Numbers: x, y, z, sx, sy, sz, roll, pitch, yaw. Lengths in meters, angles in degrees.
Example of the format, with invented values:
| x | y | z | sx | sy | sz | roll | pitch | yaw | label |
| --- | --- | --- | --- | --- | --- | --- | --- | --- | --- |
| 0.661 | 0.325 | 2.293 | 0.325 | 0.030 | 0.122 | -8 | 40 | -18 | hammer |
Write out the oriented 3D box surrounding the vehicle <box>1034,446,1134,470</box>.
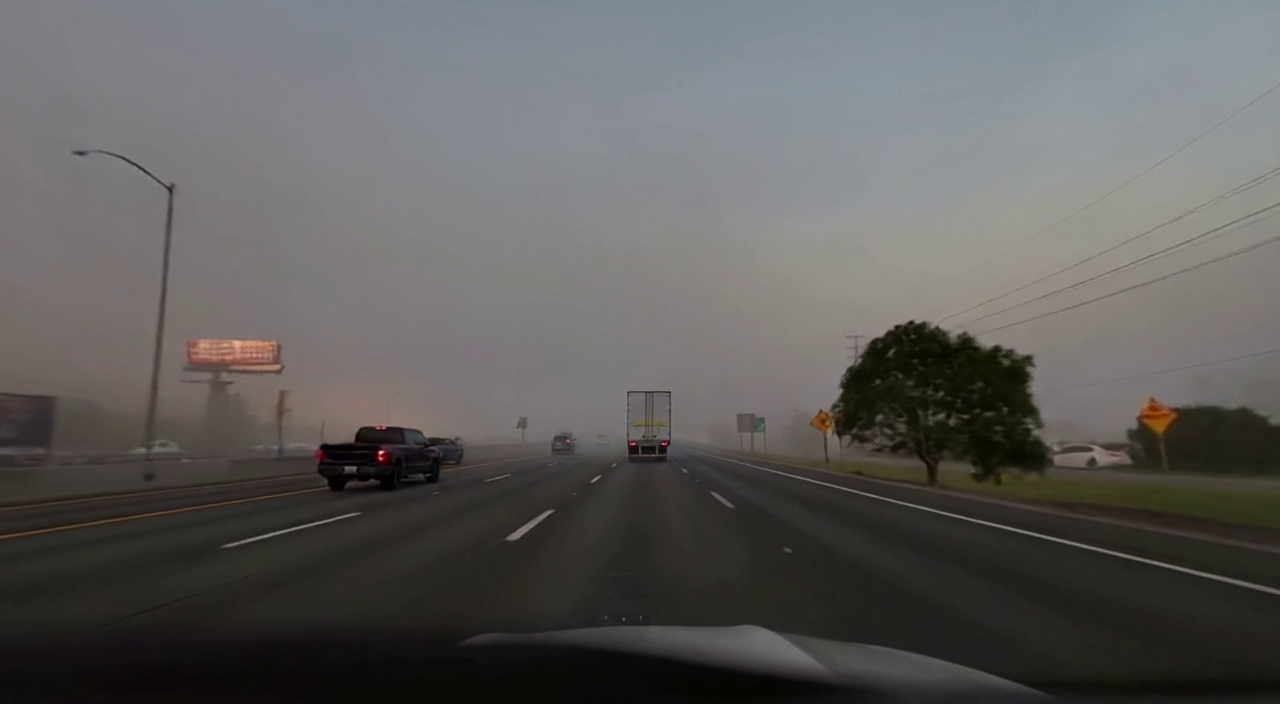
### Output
| x | y | z | sx | sy | sz | roll | pitch | yaw | label |
| --- | --- | --- | --- | --- | --- | --- | --- | --- | --- |
| 28.463 | 6.768 | 40.587 | 1.757 | 1.437 | 4.897 | 5 | -10 | -30 | vehicle |

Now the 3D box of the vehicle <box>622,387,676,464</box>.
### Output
| x | y | z | sx | sy | sz | roll | pitch | yaw | label |
| --- | --- | --- | --- | --- | --- | --- | --- | --- | --- |
| 0.659 | 4.704 | 39.121 | 2.879 | 4.027 | 11.243 | 0 | -8 | 2 | vehicle |

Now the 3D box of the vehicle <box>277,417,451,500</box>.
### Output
| x | y | z | sx | sy | sz | roll | pitch | yaw | label |
| --- | --- | --- | --- | --- | --- | --- | --- | --- | --- |
| -7.030 | 2.796 | 16.913 | 2.197 | 1.847 | 5.364 | 0 | -8 | 0 | vehicle |
